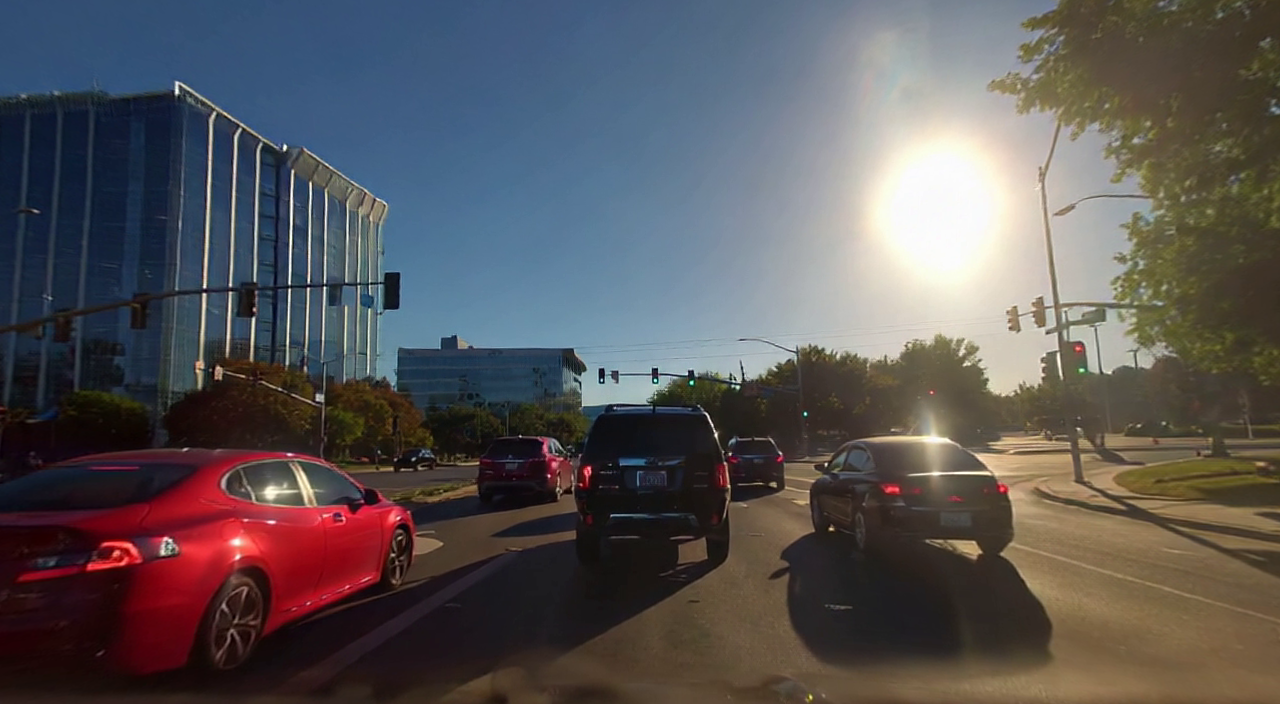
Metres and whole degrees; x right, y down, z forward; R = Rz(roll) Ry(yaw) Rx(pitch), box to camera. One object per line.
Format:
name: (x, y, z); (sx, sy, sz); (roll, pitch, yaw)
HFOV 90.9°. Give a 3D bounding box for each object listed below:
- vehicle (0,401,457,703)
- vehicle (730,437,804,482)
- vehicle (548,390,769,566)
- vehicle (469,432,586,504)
vehicle: (-3.222, 1.298, 5.054); (1.958, 1.494, 4.624); (0, -8, 2)
vehicle: (4.485, 3.843, 22.876); (1.979, 1.453, 4.011); (0, -8, 2)
vehicle: (0.221, 1.631, 8.838); (2.300, 1.832, 4.331); (0, -8, 1)
vehicle: (-2.560, 2.754, 15.372); (1.851, 1.502, 4.042); (-1, -8, 4)
